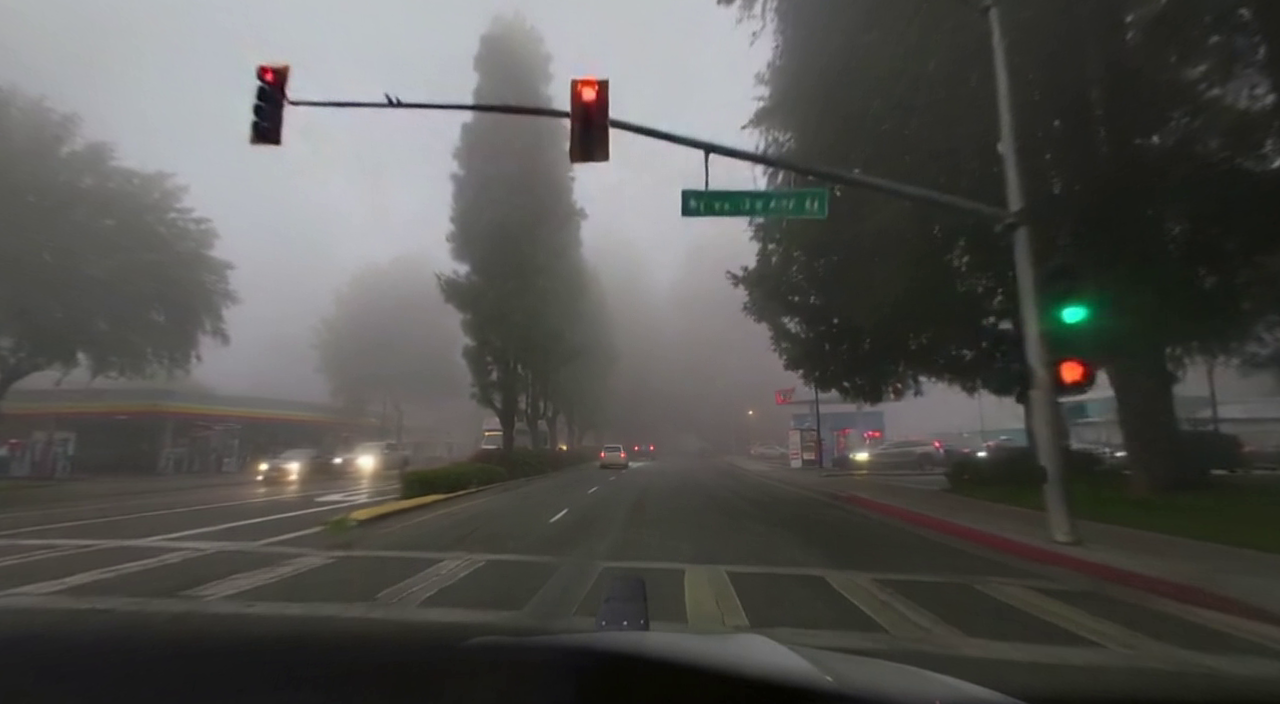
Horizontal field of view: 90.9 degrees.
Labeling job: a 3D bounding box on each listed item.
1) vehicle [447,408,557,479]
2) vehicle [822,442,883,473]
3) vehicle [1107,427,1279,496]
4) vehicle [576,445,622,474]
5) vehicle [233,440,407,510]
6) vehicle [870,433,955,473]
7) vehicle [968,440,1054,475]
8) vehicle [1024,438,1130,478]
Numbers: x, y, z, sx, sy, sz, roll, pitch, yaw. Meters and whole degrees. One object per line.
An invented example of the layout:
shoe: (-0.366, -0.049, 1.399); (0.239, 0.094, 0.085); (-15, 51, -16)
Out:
vehicle: (-7.537, 5.339, 36.980); (3.056, 3.289, 13.199); (-2, -8, 2)
vehicle: (10.948, 5.481, 32.870); (1.888, 1.465, 4.727); (0, -9, 5)
vehicle: (18.457, 3.509, 20.519); (2.186, 1.928, 5.816); (0, -9, 2)
vehicle: (-2.115, 5.709, 33.719); (1.959, 1.406, 4.272); (0, -9, 2)
vehicle: (-8.016, 3.063, 16.410); (2.099, 1.467, 4.596); (-2, -8, 1)
vehicle: (13.880, 5.199, 32.526); (2.015, 1.839, 5.416); (0, -9, 1)
vehicle: (19.067, 5.430, 32.675); (1.845, 1.650, 4.651); (-1, -9, 3)
vehicle: (22.207, 5.375, 32.269); (1.922, 1.861, 4.340); (1, -9, -6)
